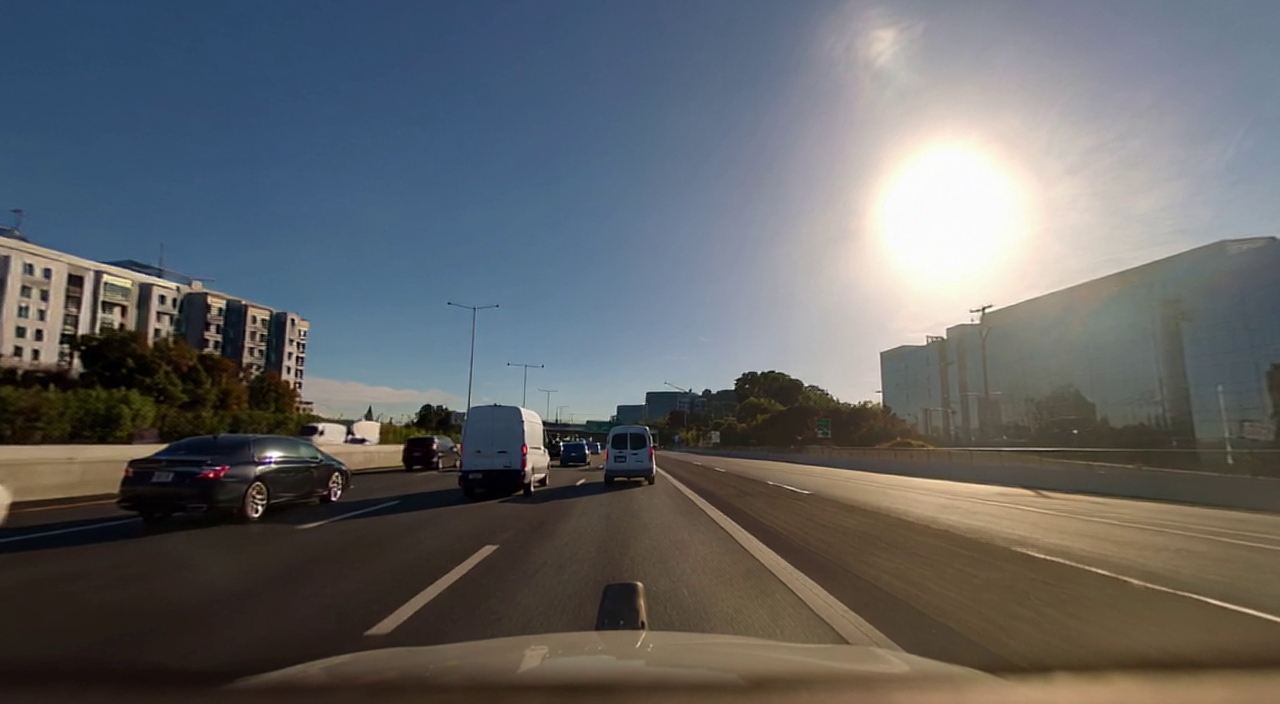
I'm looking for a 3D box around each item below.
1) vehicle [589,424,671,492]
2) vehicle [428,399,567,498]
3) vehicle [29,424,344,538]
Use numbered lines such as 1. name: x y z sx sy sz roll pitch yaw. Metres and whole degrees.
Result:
1. vehicle: -0.263 3.173 19.103 2.207 1.807 4.199 0 -9 0
2. vehicle: -3.642 2.682 17.619 2.504 2.276 5.933 0 -9 0
3. vehicle: -7.111 2.067 10.697 1.959 1.493 4.575 0 -9 0
